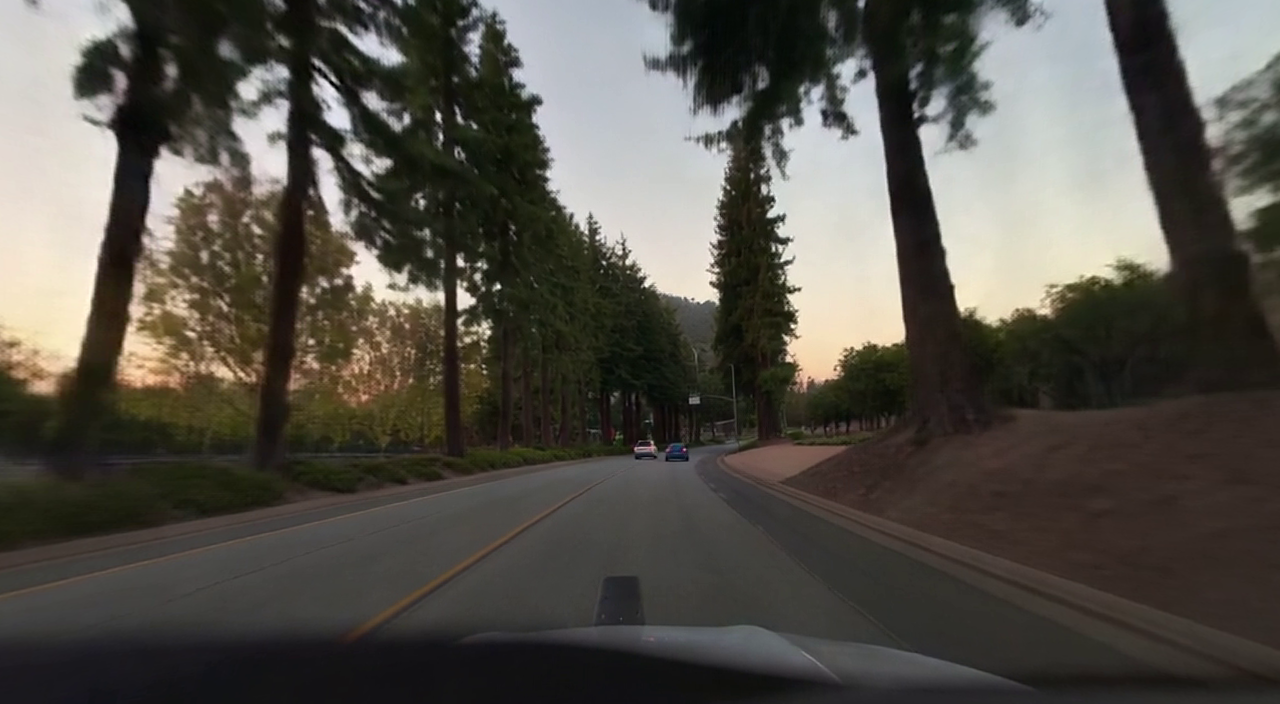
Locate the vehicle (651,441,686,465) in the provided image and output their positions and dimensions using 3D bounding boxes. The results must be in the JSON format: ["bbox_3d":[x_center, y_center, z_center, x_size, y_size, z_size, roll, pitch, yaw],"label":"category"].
[{"bbox_3d":[1.921,6.620,41.606,2.071,1.474,4.047,-1,-8,5],"label":"vehicle"}]
